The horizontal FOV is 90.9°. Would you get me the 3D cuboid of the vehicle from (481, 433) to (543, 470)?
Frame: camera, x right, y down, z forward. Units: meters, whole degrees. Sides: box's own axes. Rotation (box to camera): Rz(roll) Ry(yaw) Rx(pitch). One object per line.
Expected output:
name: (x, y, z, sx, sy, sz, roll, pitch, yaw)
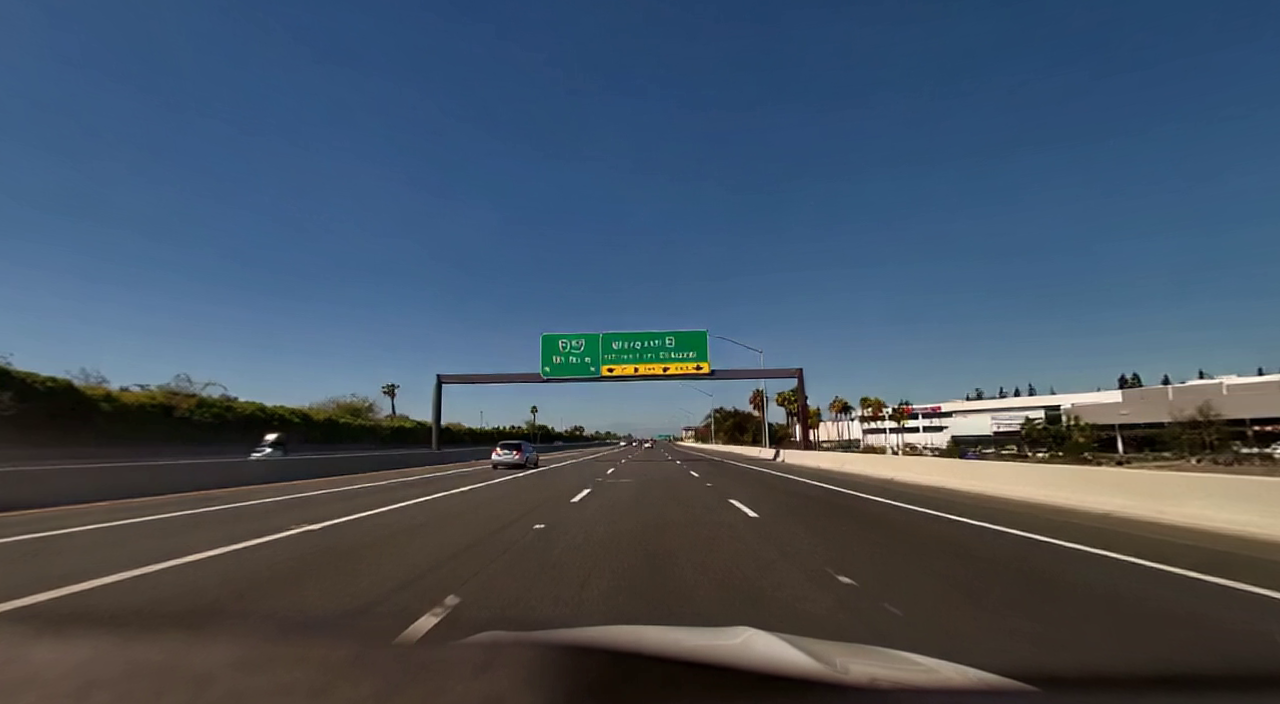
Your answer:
vehicle: (-6.587, 5.173, 32.922, 2.145, 1.793, 4.762, 0, -8, 1)
